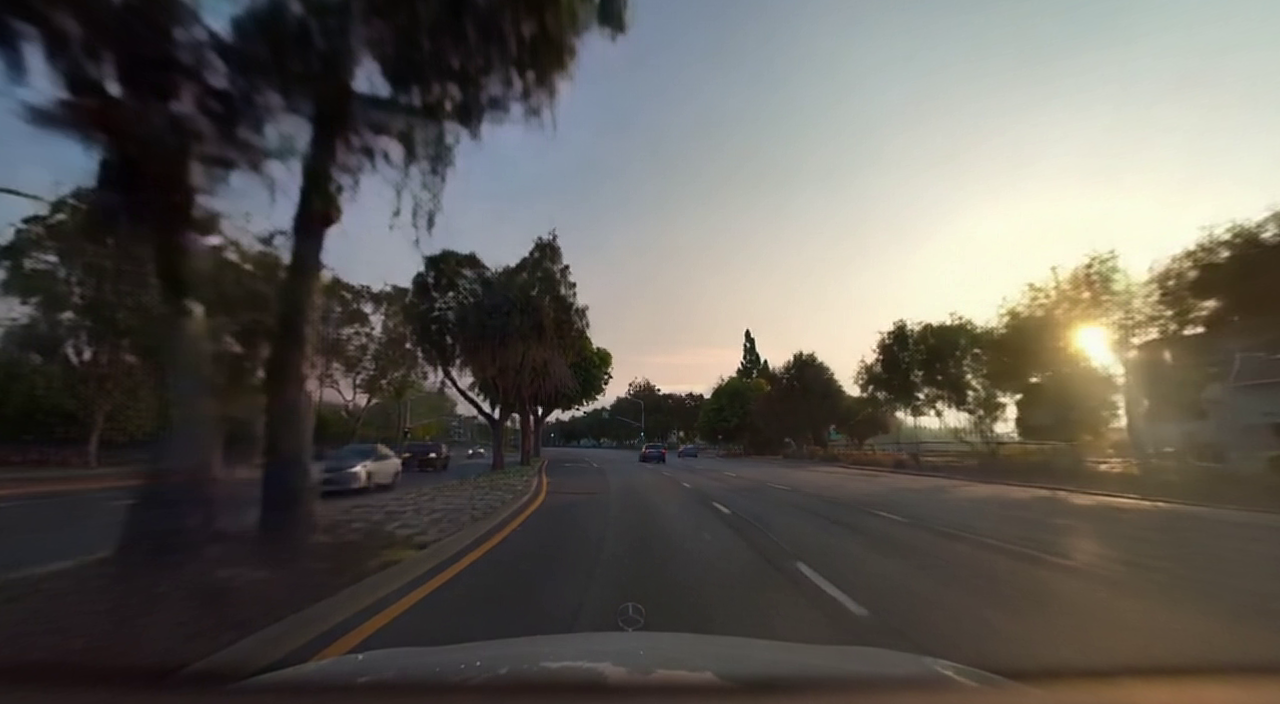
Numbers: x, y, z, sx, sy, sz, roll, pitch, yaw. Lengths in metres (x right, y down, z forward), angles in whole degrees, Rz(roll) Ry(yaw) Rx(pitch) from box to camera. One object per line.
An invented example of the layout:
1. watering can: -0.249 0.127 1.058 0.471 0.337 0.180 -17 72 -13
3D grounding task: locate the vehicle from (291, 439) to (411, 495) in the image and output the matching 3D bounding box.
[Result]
1. vehicle: -9.212 3.669 20.573 2.002 1.612 4.436 0 -8 -3

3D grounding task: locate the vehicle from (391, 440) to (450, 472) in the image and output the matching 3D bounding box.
1. vehicle: -14.074 6.672 40.774 2.278 1.928 5.776 1 -8 -6

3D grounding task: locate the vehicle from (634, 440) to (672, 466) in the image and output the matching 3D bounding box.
1. vehicle: 0.880 7.259 45.478 2.046 1.818 4.603 1 -8 -8
